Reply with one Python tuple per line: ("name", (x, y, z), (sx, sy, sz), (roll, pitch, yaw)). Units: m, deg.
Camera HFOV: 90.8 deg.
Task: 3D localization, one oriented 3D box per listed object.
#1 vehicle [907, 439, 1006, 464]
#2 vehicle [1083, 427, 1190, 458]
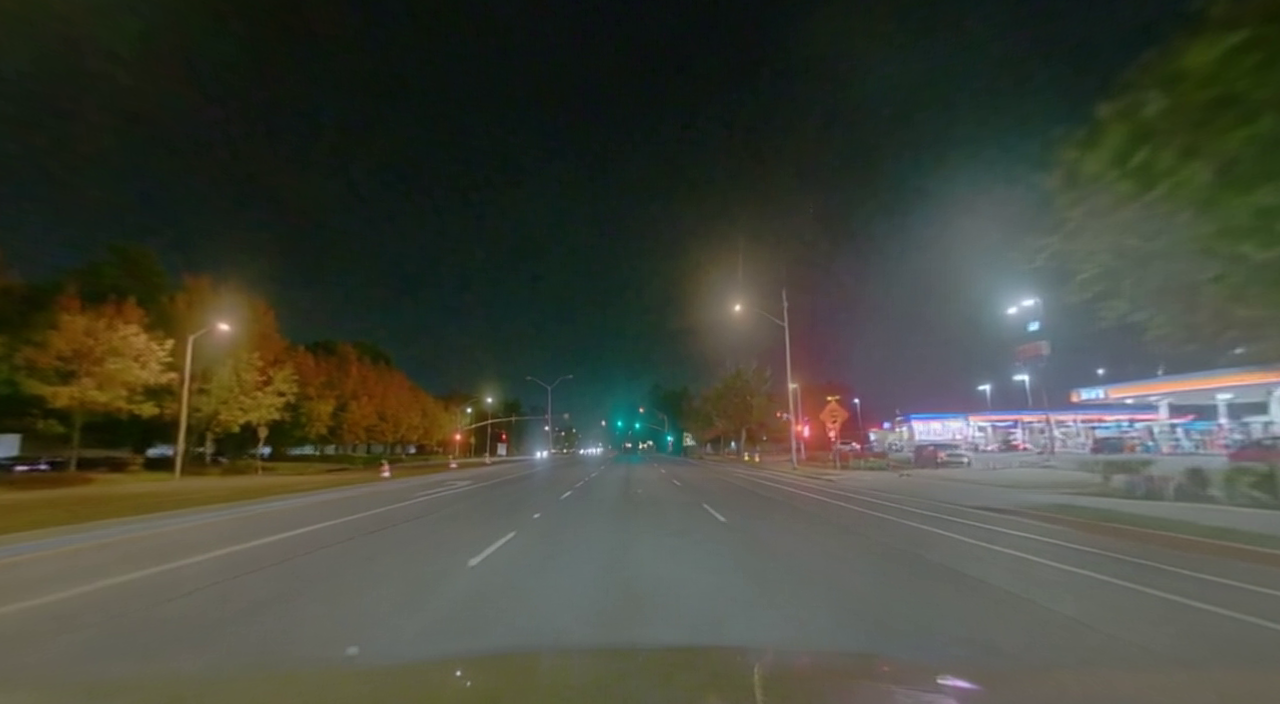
("vehicle", (18.292, 5.766, 36.677), (4.674, 1.399, 1.987), (0, -8, 0))
("vehicle", (30.305, 5.558, 38.735), (4.628, 1.817, 1.996), (-2, -8, 10))
